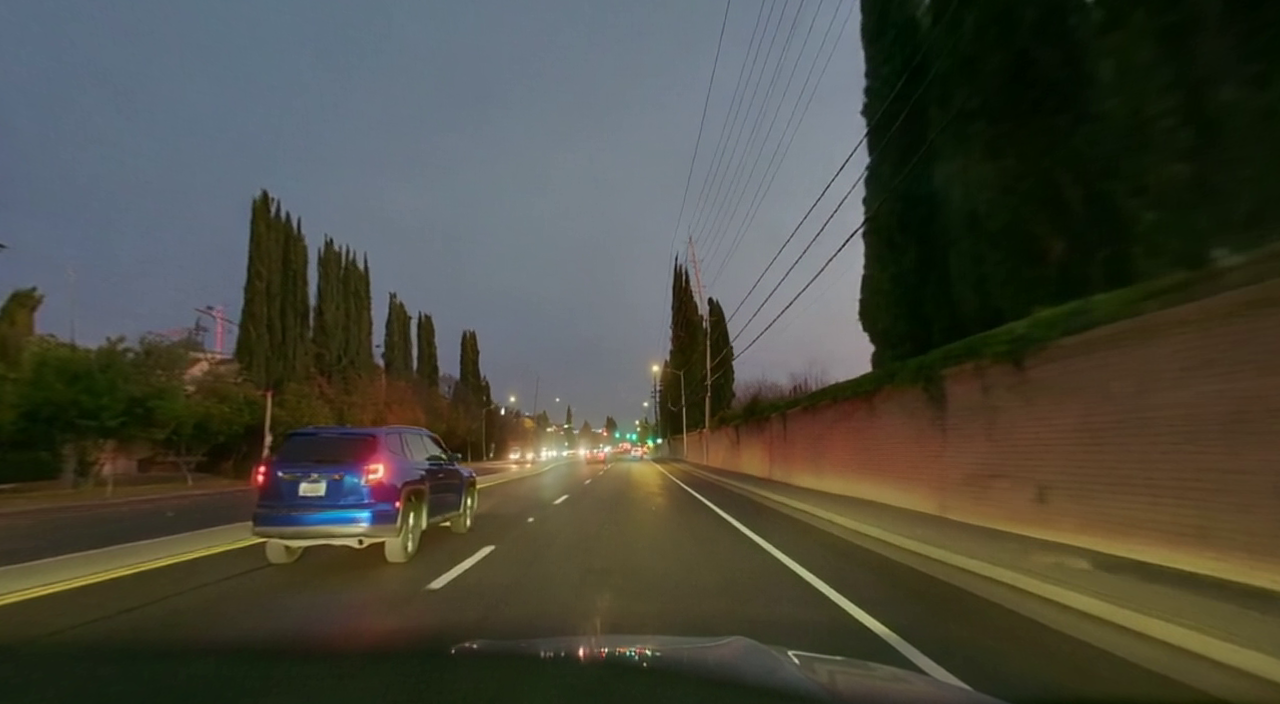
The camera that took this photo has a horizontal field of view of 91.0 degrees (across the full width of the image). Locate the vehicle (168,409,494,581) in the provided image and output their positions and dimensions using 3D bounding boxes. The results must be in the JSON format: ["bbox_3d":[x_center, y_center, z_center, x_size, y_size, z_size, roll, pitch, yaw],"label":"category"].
[{"bbox_3d":[-3.660,1.781,8.704,2.147,1.730,4.555,0,-8,0],"label":"vehicle"}]
